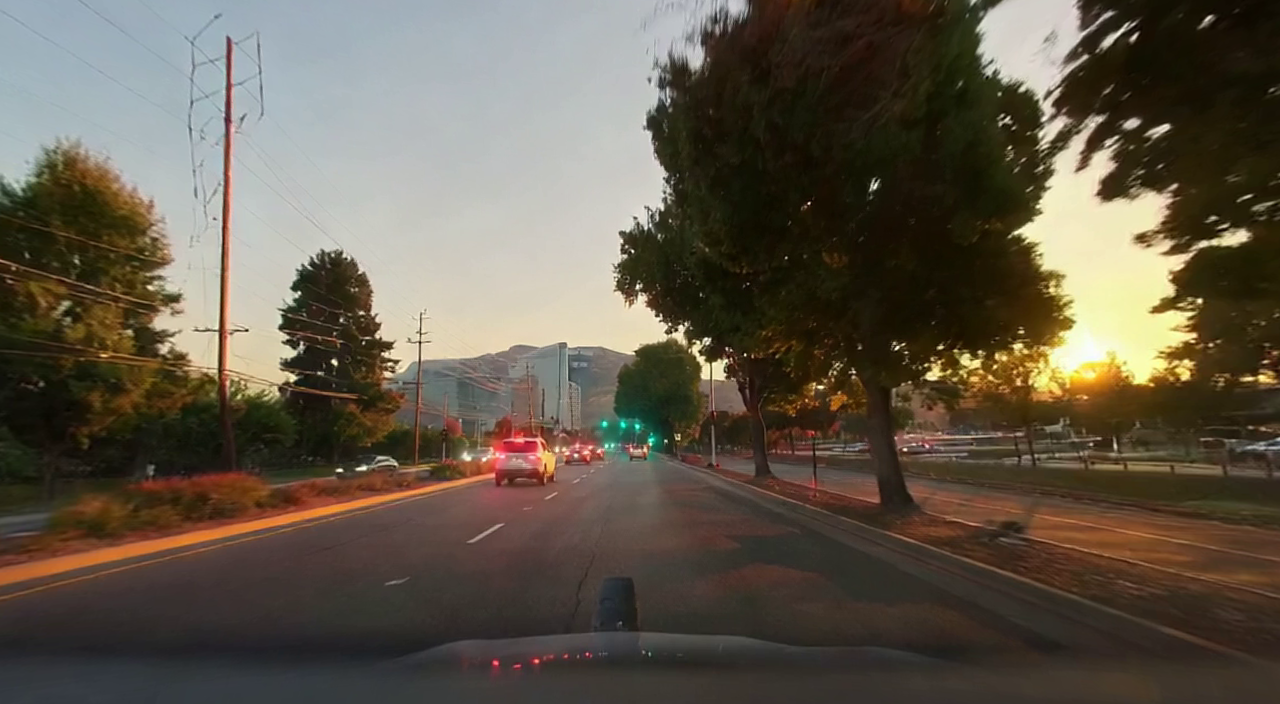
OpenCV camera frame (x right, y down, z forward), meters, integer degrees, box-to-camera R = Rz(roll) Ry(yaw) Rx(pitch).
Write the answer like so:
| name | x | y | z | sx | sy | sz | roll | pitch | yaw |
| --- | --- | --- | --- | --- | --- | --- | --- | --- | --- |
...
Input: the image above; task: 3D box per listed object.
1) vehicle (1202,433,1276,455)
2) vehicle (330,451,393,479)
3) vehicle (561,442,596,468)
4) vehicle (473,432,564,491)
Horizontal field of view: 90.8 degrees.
| name | x | y | z | sx | sy | sz | roll | pitch | yaw |
| --- | --- | --- | --- | --- | --- | --- | --- | --- | --- |
| vehicle | 41.548 | 6.391 | 43.825 | 4.006 | 1.508 | 2.079 | 3 | -9 | -21 |
| vehicle | -18.061 | 7.345 | 41.241 | 2.107 | 1.676 | 4.481 | 0 | -9 | -1 |
| vehicle | -4.222 | 7.154 | 43.880 | 2.041 | 1.698 | 4.094 | 0 | -9 | 0 |
| vehicle | -4.013 | 3.707 | 21.730 | 2.189 | 1.807 | 4.467 | 0 | -9 | 1 |
